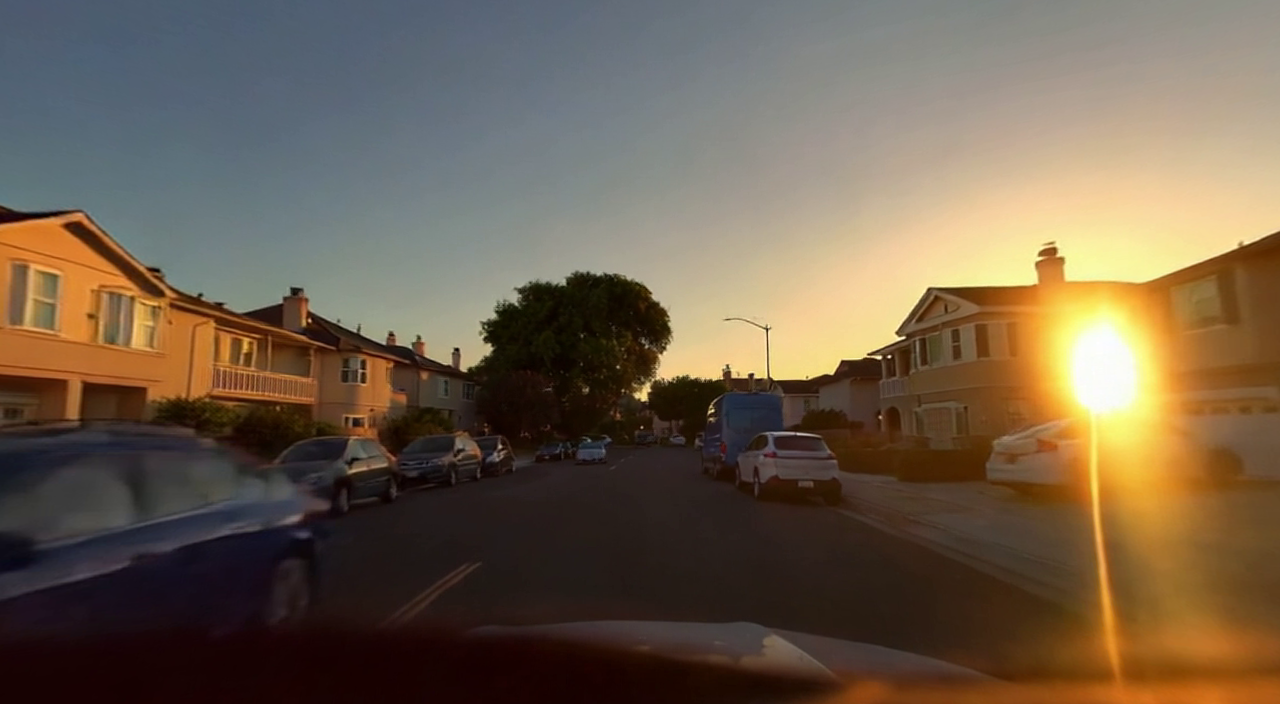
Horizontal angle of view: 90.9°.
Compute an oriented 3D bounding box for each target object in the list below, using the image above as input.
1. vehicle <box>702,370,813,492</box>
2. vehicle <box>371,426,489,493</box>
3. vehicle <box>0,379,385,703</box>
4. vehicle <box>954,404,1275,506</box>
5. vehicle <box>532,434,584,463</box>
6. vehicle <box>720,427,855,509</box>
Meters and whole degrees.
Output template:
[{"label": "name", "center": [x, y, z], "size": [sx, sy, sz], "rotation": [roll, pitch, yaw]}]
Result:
[{"label": "vehicle", "center": [3.314, 2.426, 19.325], "size": [2.317, 3.096, 6.383], "rotation": [0, -8, 2]}, {"label": "vehicle", "center": [-5.774, 2.931, 17.788], "size": [1.834, 1.532, 3.628], "rotation": [3, -6, 3]}, {"label": "vehicle", "center": [-2.968, 0.973, 2.944], "size": [1.889, 1.505, 3.849], "rotation": [0, -8, 1]}, {"label": "vehicle", "center": [8.168, 1.742, 10.997], "size": [4.511, 1.528, 1.992], "rotation": [2, -8, -15]}, {"label": "vehicle", "center": [-4.443, 5.274, 34.719], "size": [1.941, 1.515, 3.995], "rotation": [-1, -8, 6]}, {"label": "vehicle", "center": [2.988, 2.421, 13.772], "size": [1.955, 1.500, 4.410], "rotation": [0, -8, 1]}]
